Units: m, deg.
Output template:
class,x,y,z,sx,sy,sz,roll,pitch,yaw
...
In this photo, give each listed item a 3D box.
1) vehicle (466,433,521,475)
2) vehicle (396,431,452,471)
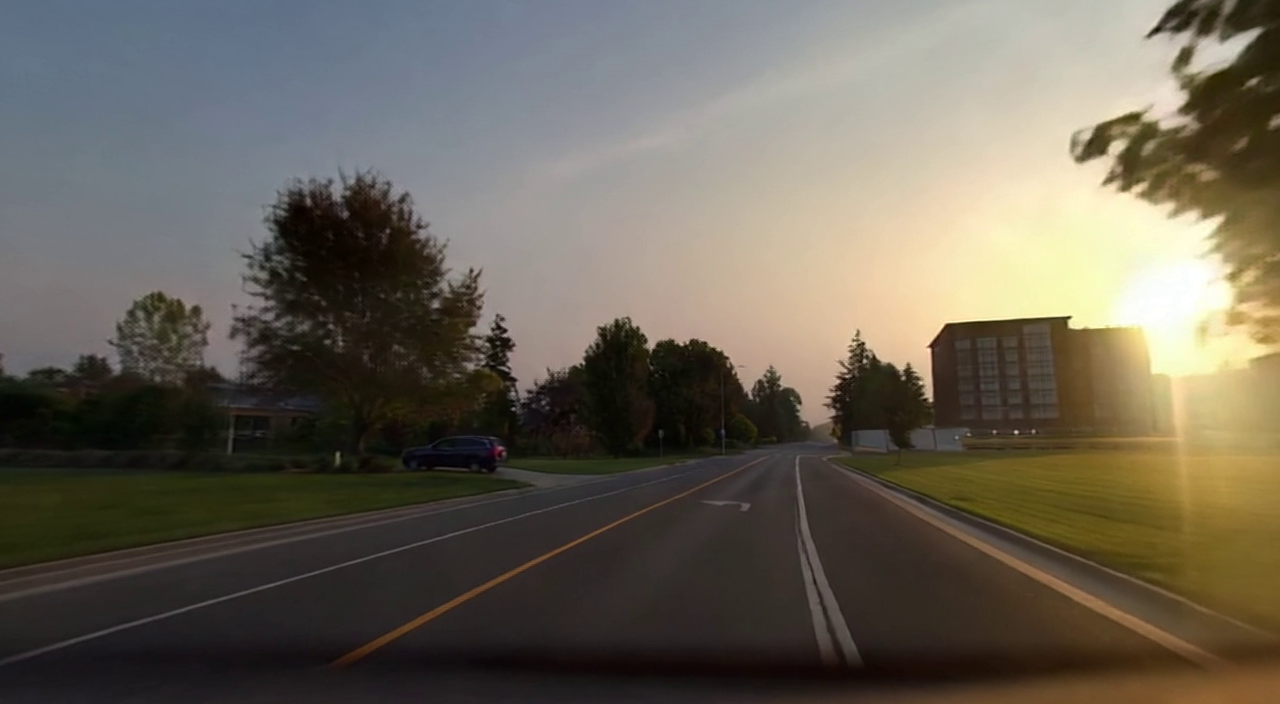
class,x,y,z,sx,sy,sz,roll,pitch,yaw
vehicle,-6.927,4.846,30.058,2.244,1.796,5.170,2,-9,-12
vehicle,-10.553,4.781,30.638,2.192,1.740,4.521,4,-9,-22
